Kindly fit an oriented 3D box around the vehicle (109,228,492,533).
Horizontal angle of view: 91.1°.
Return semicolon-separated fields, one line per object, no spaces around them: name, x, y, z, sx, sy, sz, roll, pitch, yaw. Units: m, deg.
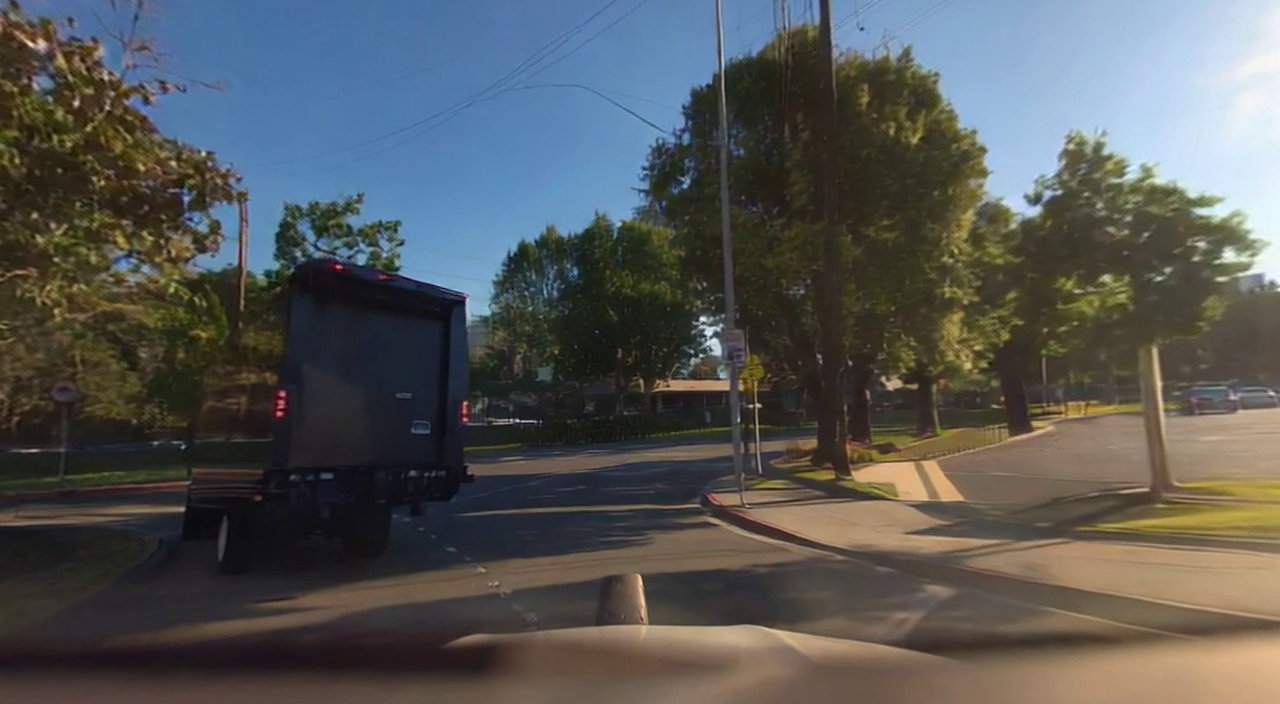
vehicle;-6.641;0.870;11.122;9.680;3.326;2.838;-8;-11;43
